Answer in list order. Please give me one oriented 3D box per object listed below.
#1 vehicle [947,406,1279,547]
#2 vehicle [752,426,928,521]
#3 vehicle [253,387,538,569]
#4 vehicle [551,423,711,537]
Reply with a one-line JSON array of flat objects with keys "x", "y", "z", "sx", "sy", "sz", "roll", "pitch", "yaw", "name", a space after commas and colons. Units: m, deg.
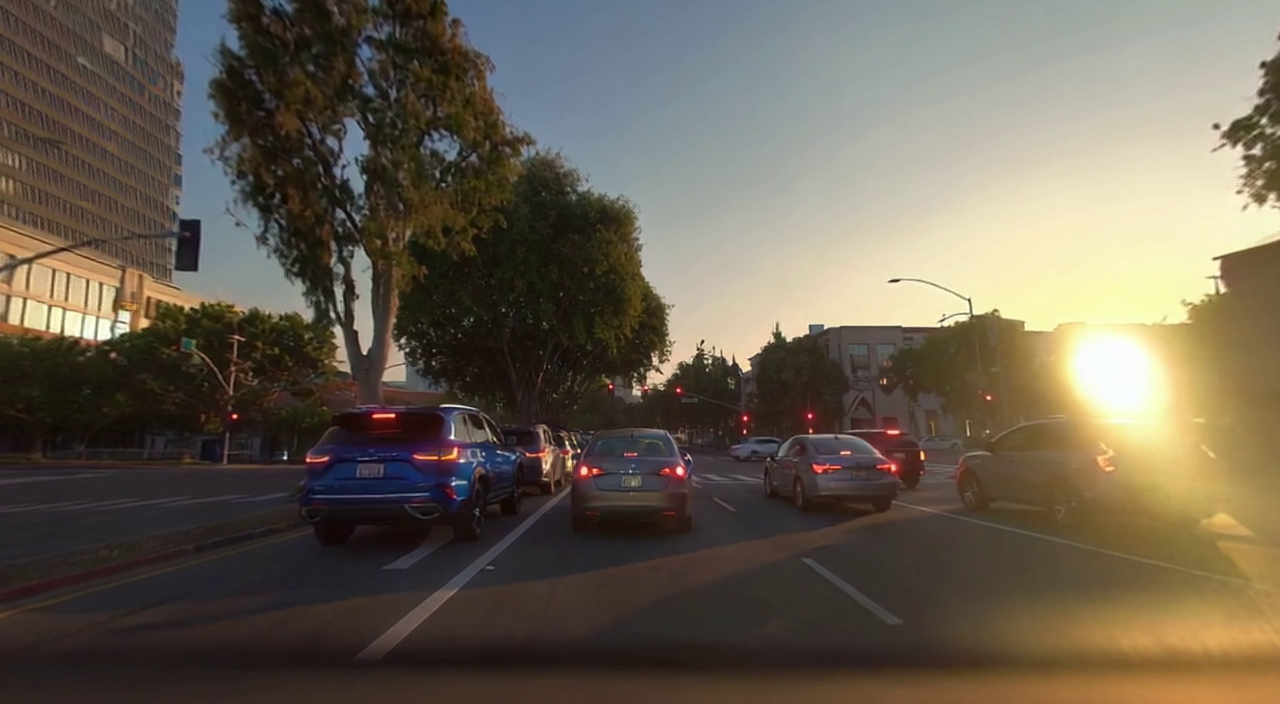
[{"x": 7.247, "y": 1.894, "z": 10.254, "sx": 2.068, "sy": 1.731, "sz": 4.752, "roll": 0, "pitch": -8, "yaw": -1, "name": "vehicle"}, {"x": 3.575, "y": 2.256, "z": 12.282, "sx": 1.861, "sy": 1.473, "sz": 4.393, "roll": 0, "pitch": -8, "yaw": -2, "name": "vehicle"}, {"x": -2.854, "y": 1.618, "z": 8.826, "sx": 2.064, "sy": 1.825, "sz": 4.760, "roll": 0, "pitch": -8, "yaw": 0, "name": "vehicle"}, {"x": -0.153, "y": 1.974, "z": 10.328, "sx": 2.097, "sy": 1.480, "sz": 4.006, "roll": 0, "pitch": -8, "yaw": -1, "name": "vehicle"}]
